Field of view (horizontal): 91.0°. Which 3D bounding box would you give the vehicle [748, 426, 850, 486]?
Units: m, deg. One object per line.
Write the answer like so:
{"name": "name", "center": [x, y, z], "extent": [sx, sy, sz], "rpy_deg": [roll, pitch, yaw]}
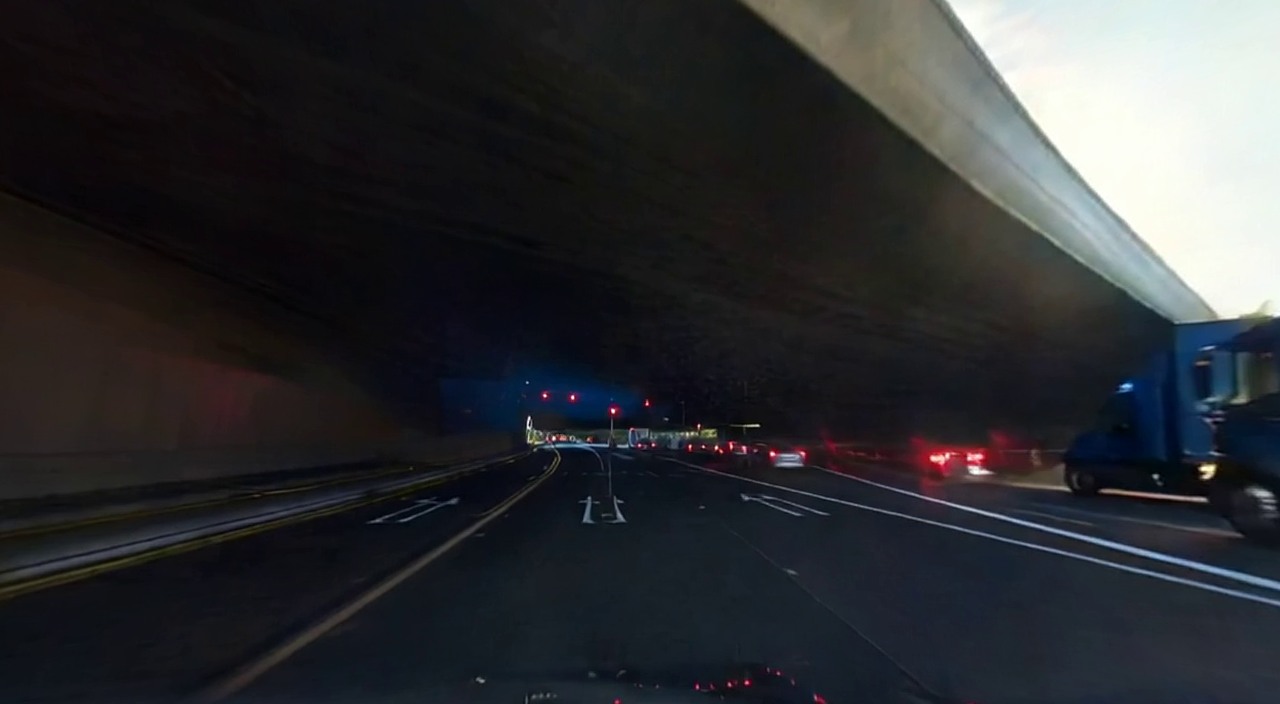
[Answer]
{"name": "vehicle", "center": [5.017, 3.330, 20.467], "extent": [1.917, 1.748, 4.003], "rpy_deg": [0, -8, -5]}

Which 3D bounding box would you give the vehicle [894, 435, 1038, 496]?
{"name": "vehicle", "center": [9.332, 3.237, 18.435], "extent": [1.919, 1.545, 3.885], "rpy_deg": [0, -7, -4]}

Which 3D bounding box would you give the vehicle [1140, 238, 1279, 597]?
{"name": "vehicle", "center": [6.469, 0.150, 2.520], "extent": [2.625, 2.975, 8.237], "rpy_deg": [-1, -8, 4]}
